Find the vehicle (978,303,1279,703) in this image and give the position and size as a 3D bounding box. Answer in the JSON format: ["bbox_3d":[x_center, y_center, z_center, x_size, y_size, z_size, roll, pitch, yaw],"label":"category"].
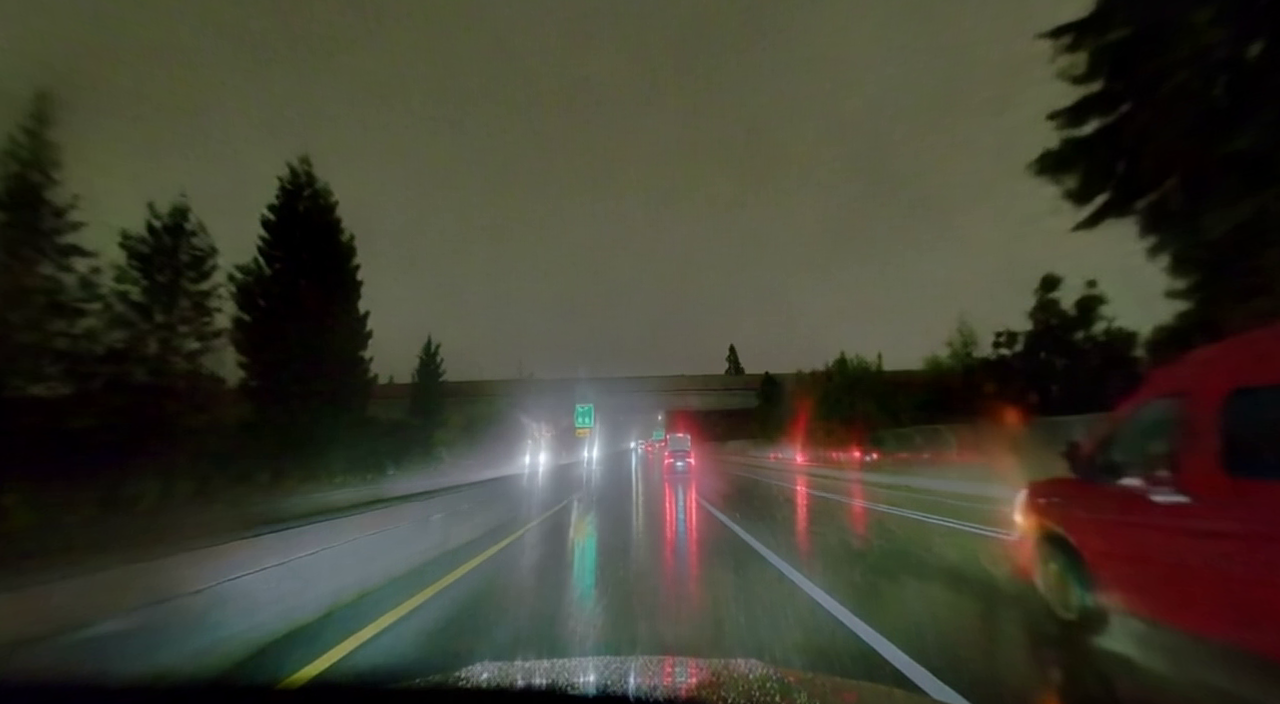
[{"bbox_3d":[3.867,0.742,2.391,2.152,1.998,5.380,0,-9,0],"label":"vehicle"}]
